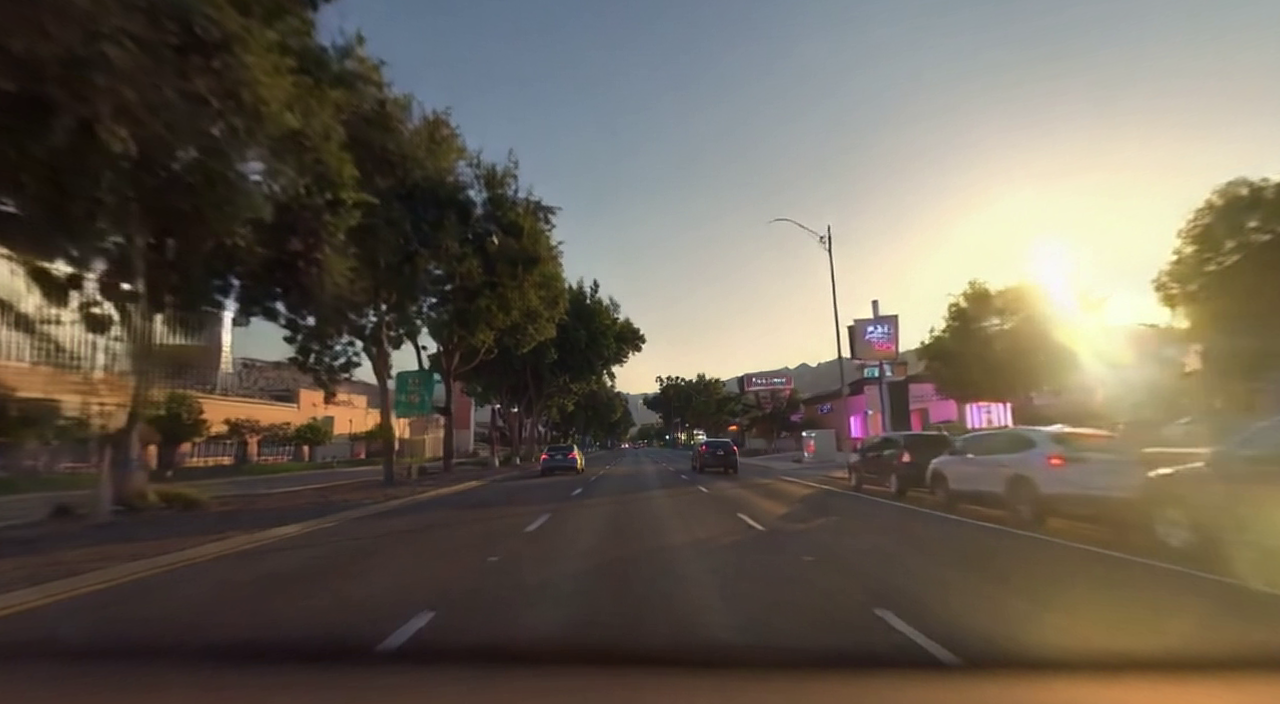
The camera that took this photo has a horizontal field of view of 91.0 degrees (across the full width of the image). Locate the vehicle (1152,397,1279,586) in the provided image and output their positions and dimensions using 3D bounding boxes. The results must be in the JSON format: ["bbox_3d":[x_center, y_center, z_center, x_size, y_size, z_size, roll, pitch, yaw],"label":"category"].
[{"bbox_3d":[7.008,1.197,5.138,2.039,1.749,4.193,0,-8,-1],"label":"vehicle"}]

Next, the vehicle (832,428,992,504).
[{"bbox_3d":[6.828,2.902,16.550,1.950,1.678,4.985,0,-8,0],"label":"vehicle"}]

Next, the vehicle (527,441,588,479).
[{"bbox_3d":[-3.387,4.499,26.556,2.005,1.477,4.169,0,-8,0],"label":"vehicle"}]

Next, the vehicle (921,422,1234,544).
[{"bbox_3d":[6.800,2.060,10.565,2.078,1.597,4.289,0,-8,-1],"label":"vehicle"}]

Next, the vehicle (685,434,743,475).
[{"bbox_3d":[3.384,4.770,29.527,2.083,1.743,4.354,0,-8,-1],"label":"vehicle"}]
